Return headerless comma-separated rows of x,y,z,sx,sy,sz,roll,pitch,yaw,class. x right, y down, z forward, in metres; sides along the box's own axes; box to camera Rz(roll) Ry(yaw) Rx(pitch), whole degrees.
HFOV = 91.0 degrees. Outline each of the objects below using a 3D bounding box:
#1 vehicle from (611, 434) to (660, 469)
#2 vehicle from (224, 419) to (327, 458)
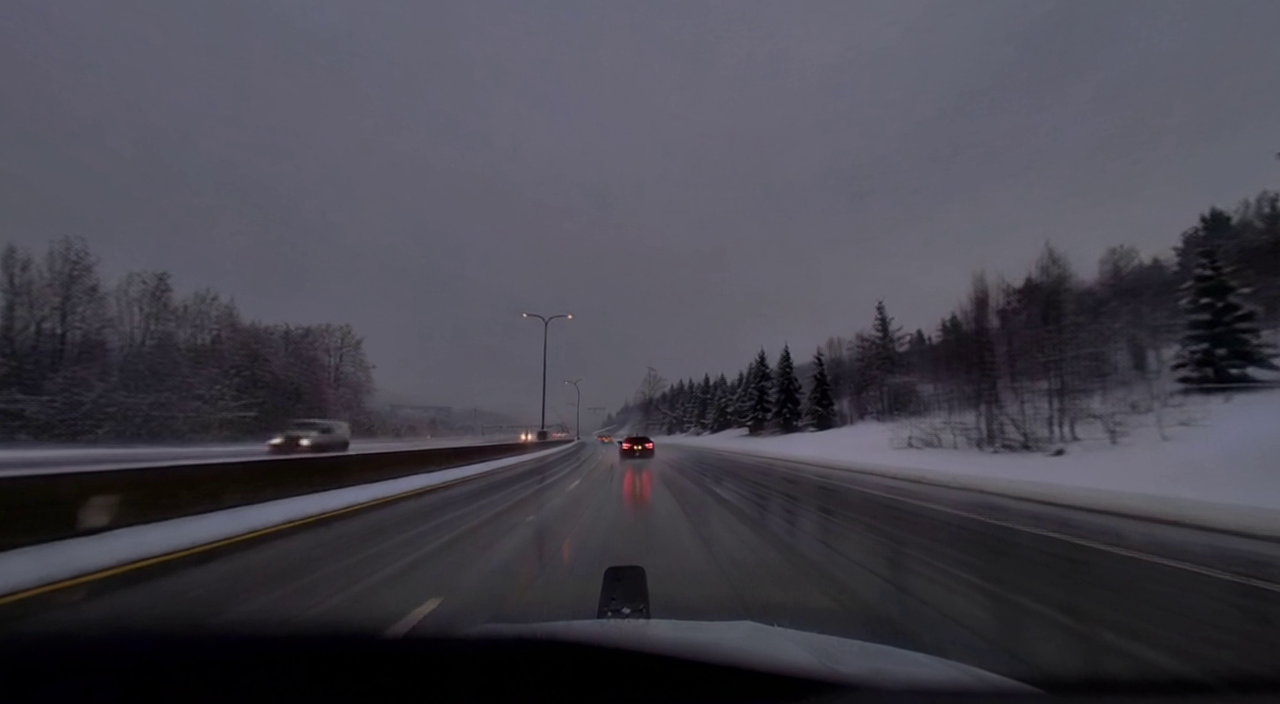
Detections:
-0.202,4.641,29.483,2.130,1.512,4.057,1,-8,0,vehicle
-15.531,3.752,27.123,1.869,1.509,4.284,1,-8,0,vehicle
